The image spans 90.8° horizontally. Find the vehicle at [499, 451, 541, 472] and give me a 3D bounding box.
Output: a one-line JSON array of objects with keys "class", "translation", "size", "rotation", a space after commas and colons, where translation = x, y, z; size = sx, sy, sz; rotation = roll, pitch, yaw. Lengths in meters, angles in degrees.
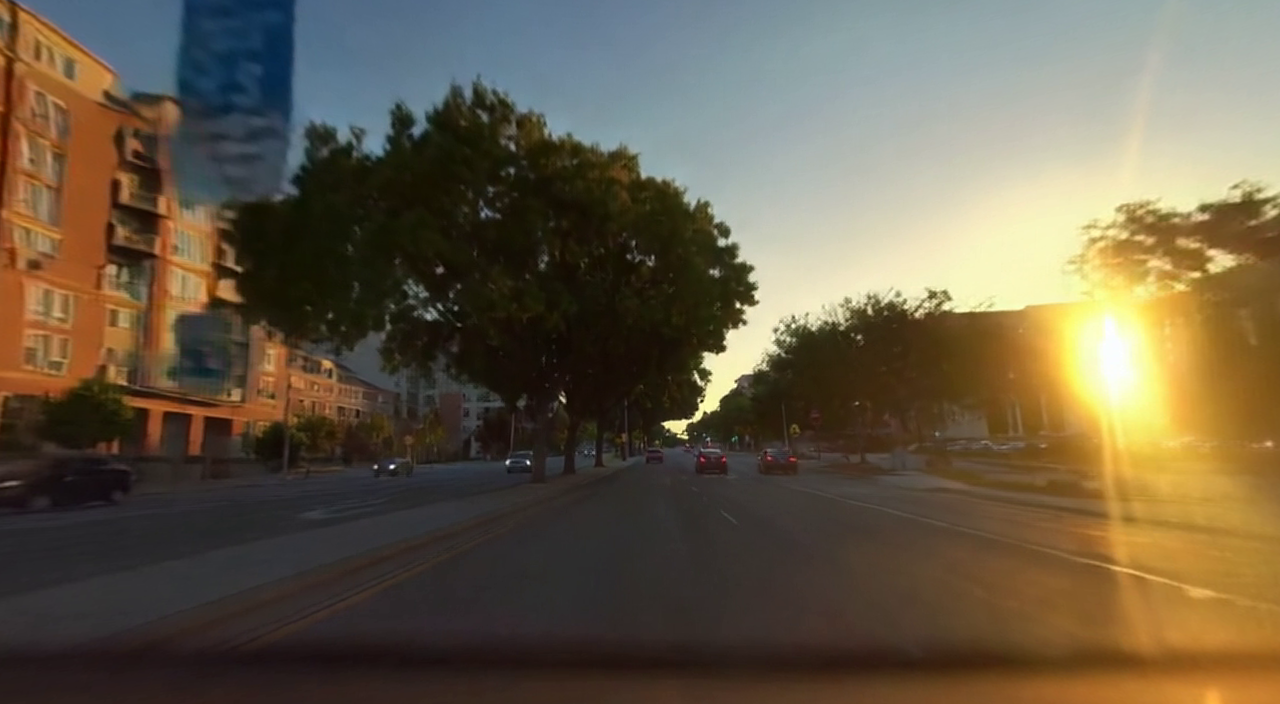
[{"class": "vehicle", "translation": [-8.944, 8.210, 47.562], "size": [2.012, 1.520, 4.645], "rotation": [-1, -9, 3]}]

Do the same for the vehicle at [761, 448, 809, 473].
[{"class": "vehicle", "translation": [8.766, 6.577, 38.500], "size": [1.932, 1.439, 4.159], "rotation": [0, -9, 0]}]

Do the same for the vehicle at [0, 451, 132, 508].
[{"class": "vehicle", "translation": [-21.648, 4.502, 22.900], "size": [2.141, 1.809, 5.002], "rotation": [-1, -9, 3]}]

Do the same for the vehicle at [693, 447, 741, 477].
[{"class": "vehicle", "translation": [4.097, 5.898, 34.215], "size": [2.020, 1.479, 4.650], "rotation": [0, -9, 0]}]
